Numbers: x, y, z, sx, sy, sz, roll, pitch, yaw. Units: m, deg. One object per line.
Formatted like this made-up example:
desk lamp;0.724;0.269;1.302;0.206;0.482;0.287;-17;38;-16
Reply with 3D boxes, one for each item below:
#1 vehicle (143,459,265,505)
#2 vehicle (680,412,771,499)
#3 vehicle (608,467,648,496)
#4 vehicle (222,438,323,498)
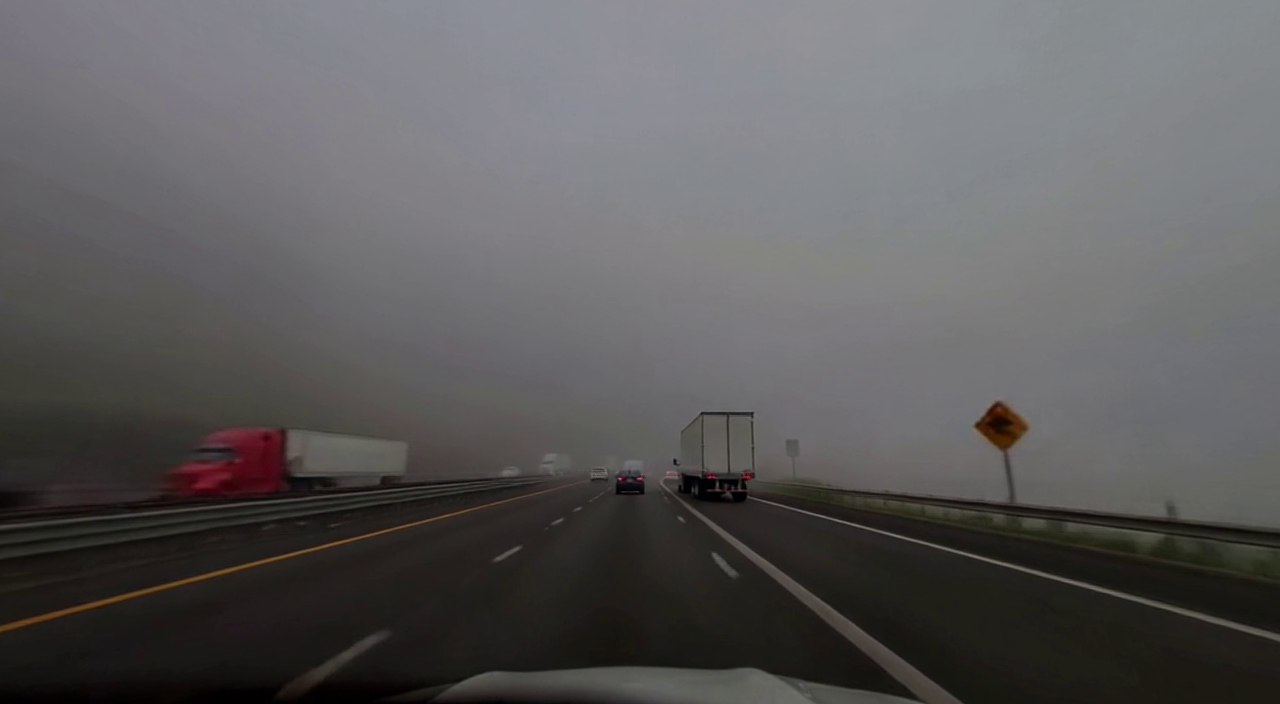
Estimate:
vehicle;-19.168;5.719;28.028;1.951;1.803;4.680;1;-10;1
vehicle;4.480;6.188;36.811;3.218;4.001;14.492;1;-10;0
vehicle;-0.647;7.010;34.296;2.010;1.436;3.973;1;-10;-1
vehicle;-19.243;6.111;33.283;2.359;2.885;4.644;0;-10;0
